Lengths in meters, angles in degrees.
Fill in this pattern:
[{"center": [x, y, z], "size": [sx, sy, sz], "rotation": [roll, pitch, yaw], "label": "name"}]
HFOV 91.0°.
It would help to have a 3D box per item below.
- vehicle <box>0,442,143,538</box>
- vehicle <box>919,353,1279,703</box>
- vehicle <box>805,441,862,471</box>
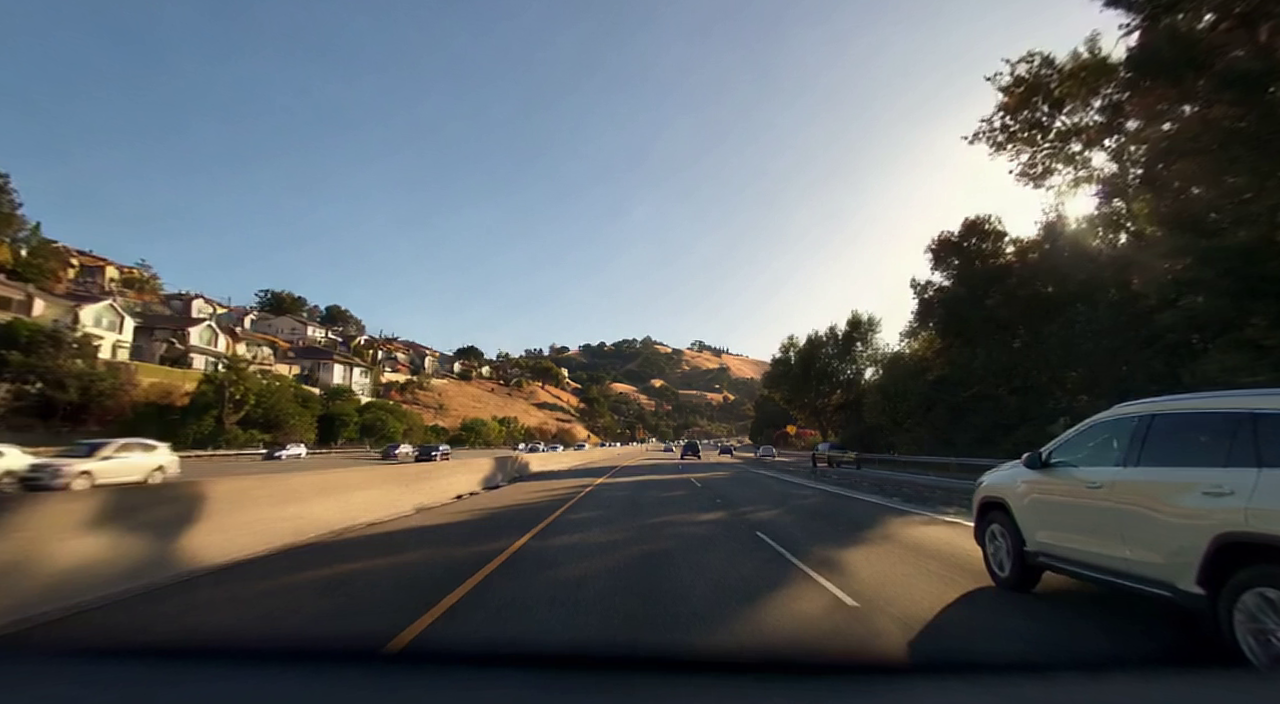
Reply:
[{"center": [-12.332, 2.548, 11.923], "size": [2.090, 1.673, 4.553], "rotation": [0, -8, 0], "label": "vehicle"}, {"center": [4.099, 1.085, 4.140], "size": [2.318, 1.766, 4.587], "rotation": [0, -9, -1], "label": "vehicle"}, {"center": [11.690, 6.307, 38.323], "size": [2.043, 1.714, 4.453], "rotation": [0, -8, 0], "label": "vehicle"}]
